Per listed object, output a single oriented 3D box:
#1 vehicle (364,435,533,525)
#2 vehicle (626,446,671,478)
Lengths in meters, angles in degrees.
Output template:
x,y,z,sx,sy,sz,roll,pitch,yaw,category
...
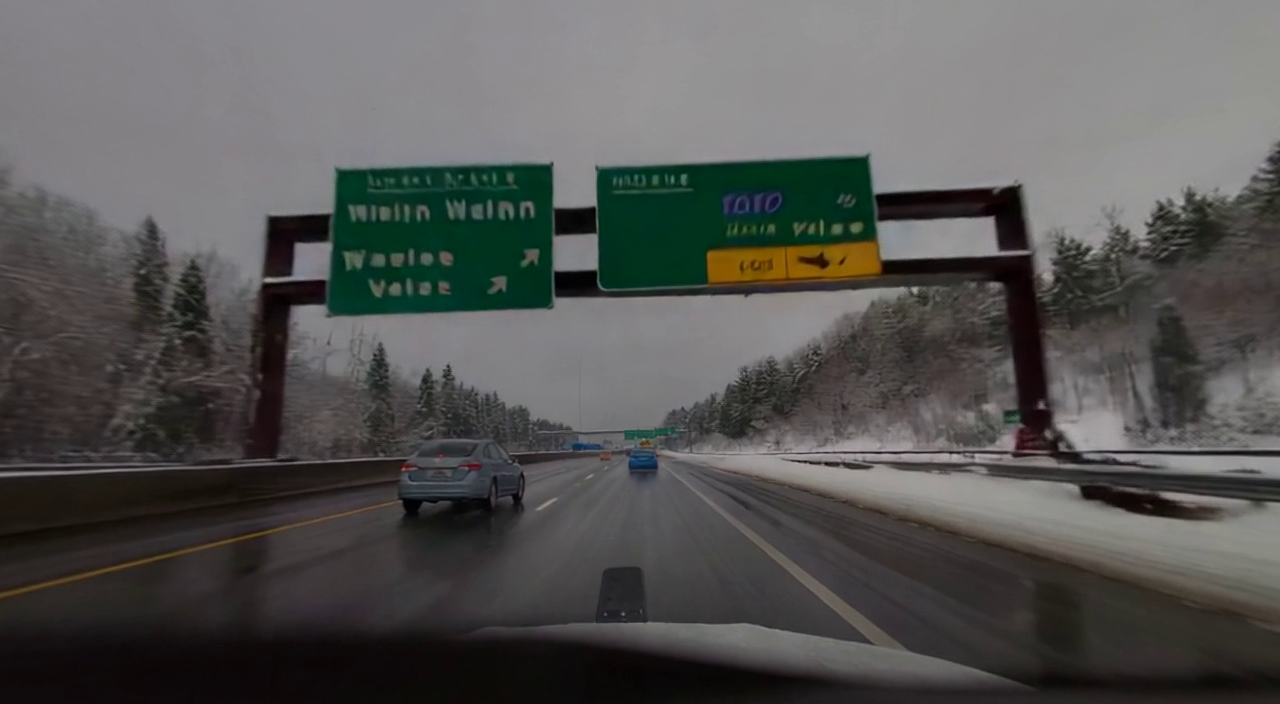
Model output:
x,y,z,sx,sy,sz,roll,pitch,yaw,category
-3.554,2.470,12.644,2.062,1.474,4.151,0,-9,0,vehicle
0.364,5.230,30.137,2.002,1.449,3.612,0,-9,-1,vehicle
